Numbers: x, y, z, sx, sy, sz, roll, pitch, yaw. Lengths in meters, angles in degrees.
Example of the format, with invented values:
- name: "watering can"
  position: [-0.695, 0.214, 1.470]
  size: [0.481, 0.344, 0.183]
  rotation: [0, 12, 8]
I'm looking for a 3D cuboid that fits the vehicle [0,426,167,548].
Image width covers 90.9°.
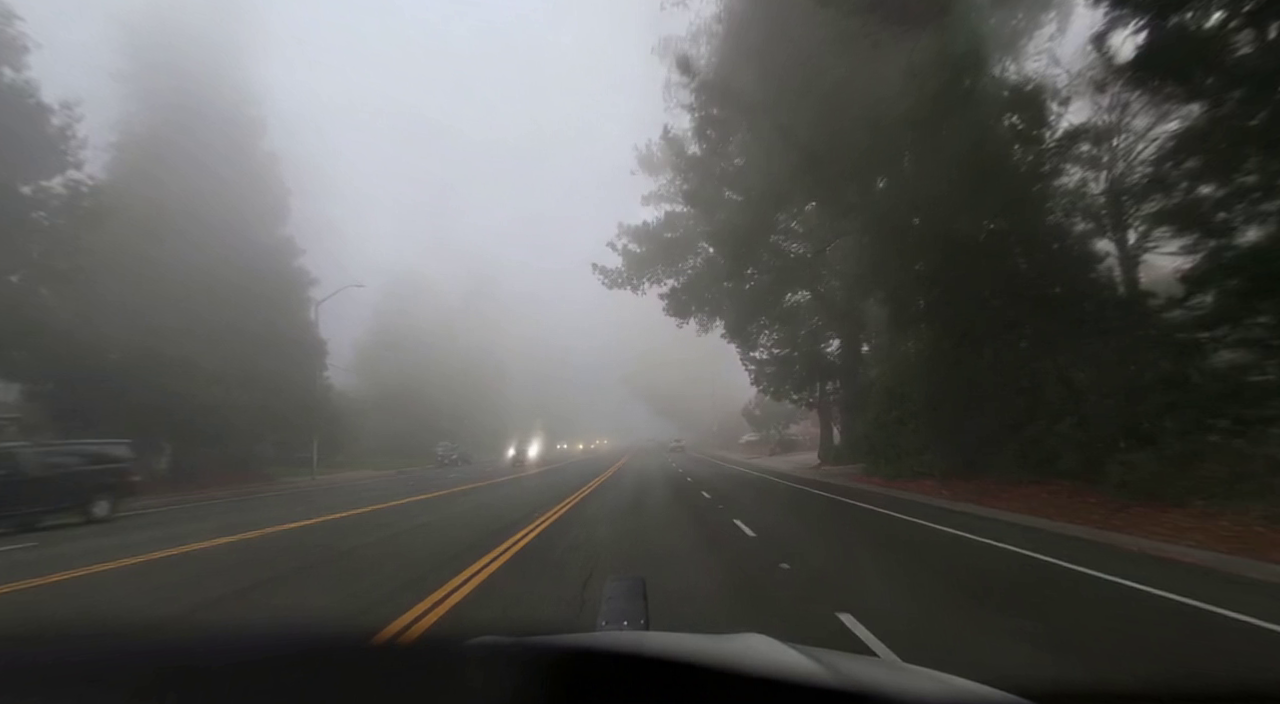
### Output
- name: "vehicle"
  position: [-10.847, 2.178, 10.357]
  size: [2.143, 1.848, 4.939]
  rotation: [-1, -8, 2]

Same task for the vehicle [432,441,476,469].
- name: "vehicle"
  position: [-14.062, 7.758, 47.875]
  size: [2.058, 1.779, 4.768]
  rotation: [-3, -6, -3]

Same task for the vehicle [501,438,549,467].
- name: "vehicle"
  position: [-6.716, 5.901, 37.218]
  size: [1.943, 1.623, 4.190]
  rotation: [0, -8, 2]
